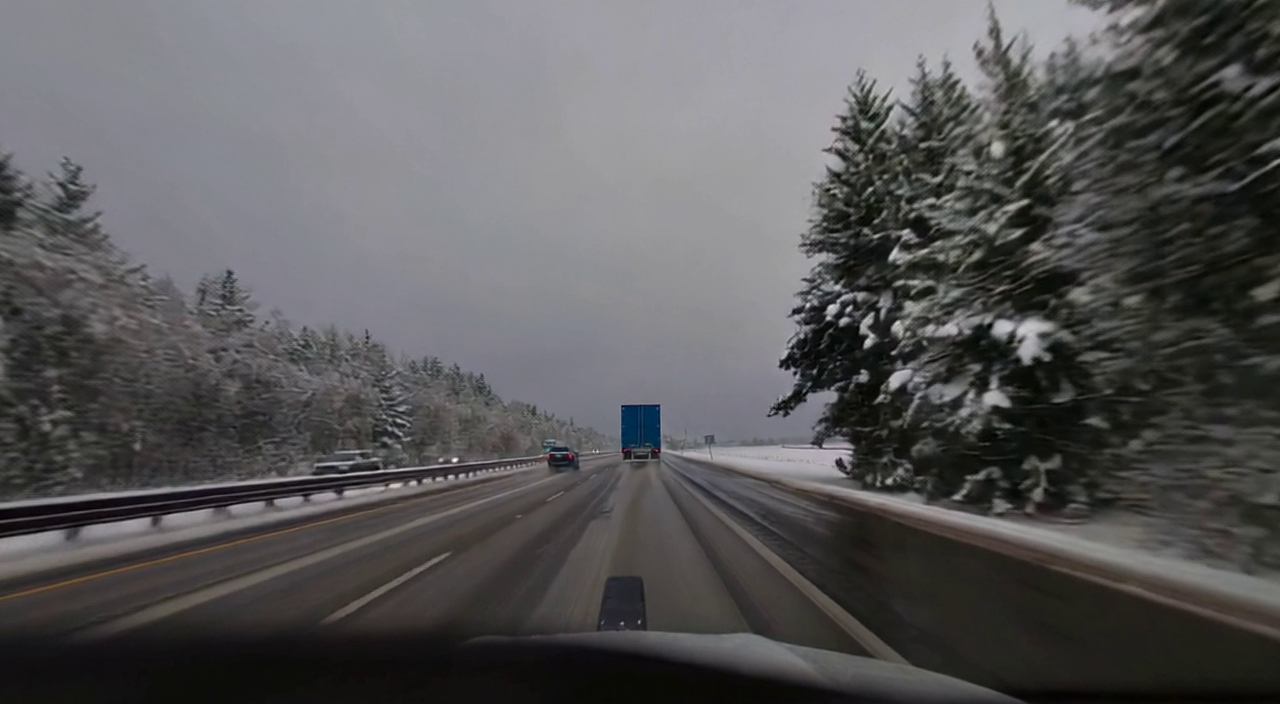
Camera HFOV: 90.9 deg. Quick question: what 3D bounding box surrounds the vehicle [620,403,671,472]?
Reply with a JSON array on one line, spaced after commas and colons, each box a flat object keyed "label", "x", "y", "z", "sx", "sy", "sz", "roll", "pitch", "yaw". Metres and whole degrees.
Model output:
[{"label": "vehicle", "x": 0.351, "y": 5.709, "z": 41.492, "sx": 2.899, "sy": 3.966, "sz": 10.053, "roll": 0, "pitch": -9, "yaw": 0}]

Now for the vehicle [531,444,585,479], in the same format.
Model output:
[{"label": "vehicle", "x": -3.942, "y": 5.330, "z": 30.894, "sx": 2.063, "sy": 1.583, "sz": 4.049, "roll": 0, "pitch": -9, "yaw": 1}]

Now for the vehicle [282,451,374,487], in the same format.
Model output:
[{"label": "vehicle", "x": -13.985, "y": 5.243, "z": 28.553, "sx": 1.900, "sy": 1.458, "sz": 4.276, "roll": 0, "pitch": -9, "yaw": 1}]
